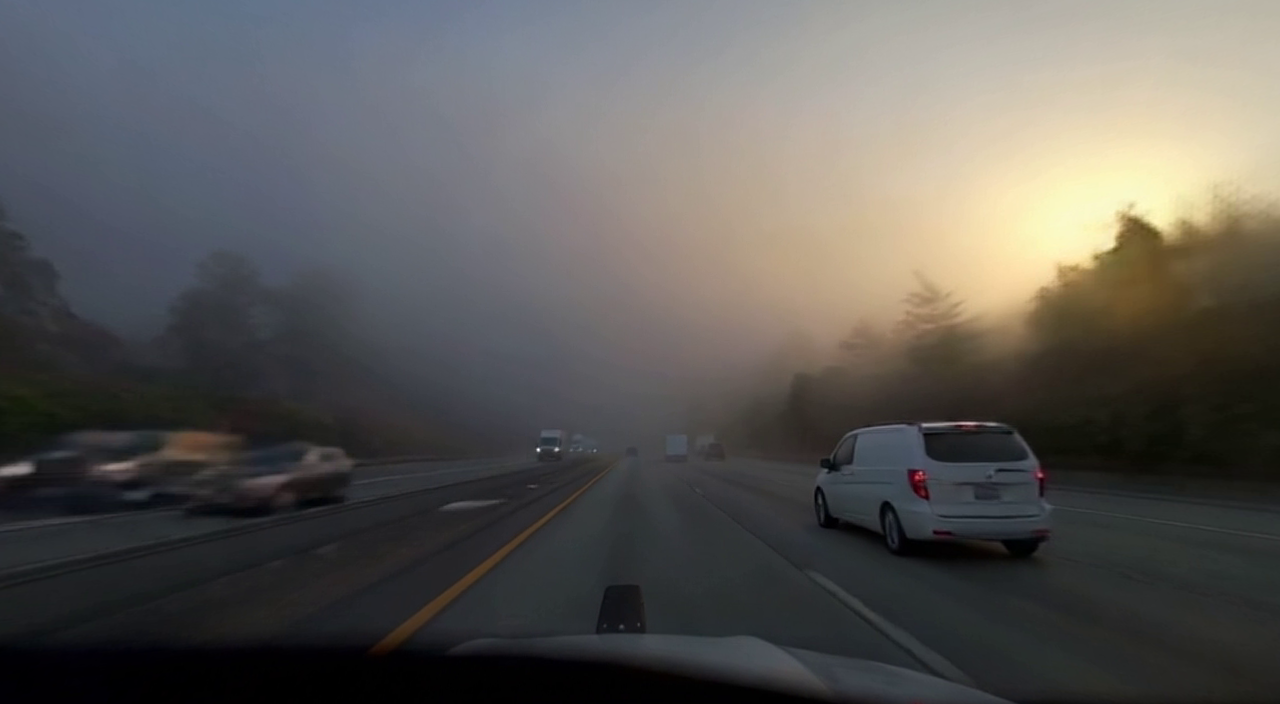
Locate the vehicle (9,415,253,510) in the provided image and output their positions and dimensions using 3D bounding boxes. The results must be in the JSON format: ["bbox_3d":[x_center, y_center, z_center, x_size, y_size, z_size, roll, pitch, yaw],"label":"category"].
[{"bbox_3d":[-12.356,2.726,15.919,2.125,1.987,4.809,0,-9,0],"label":"vehicle"}]

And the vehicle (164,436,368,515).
[{"bbox_3d":[-8.226,2.739,14.506,1.937,1.499,4.518,0,-9,0],"label":"vehicle"}]

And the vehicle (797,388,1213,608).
[{"bbox_3d":[3.513,1.522,7.426,2.070,1.751,4.576,0,-9,-1],"label":"vehicle"}]
